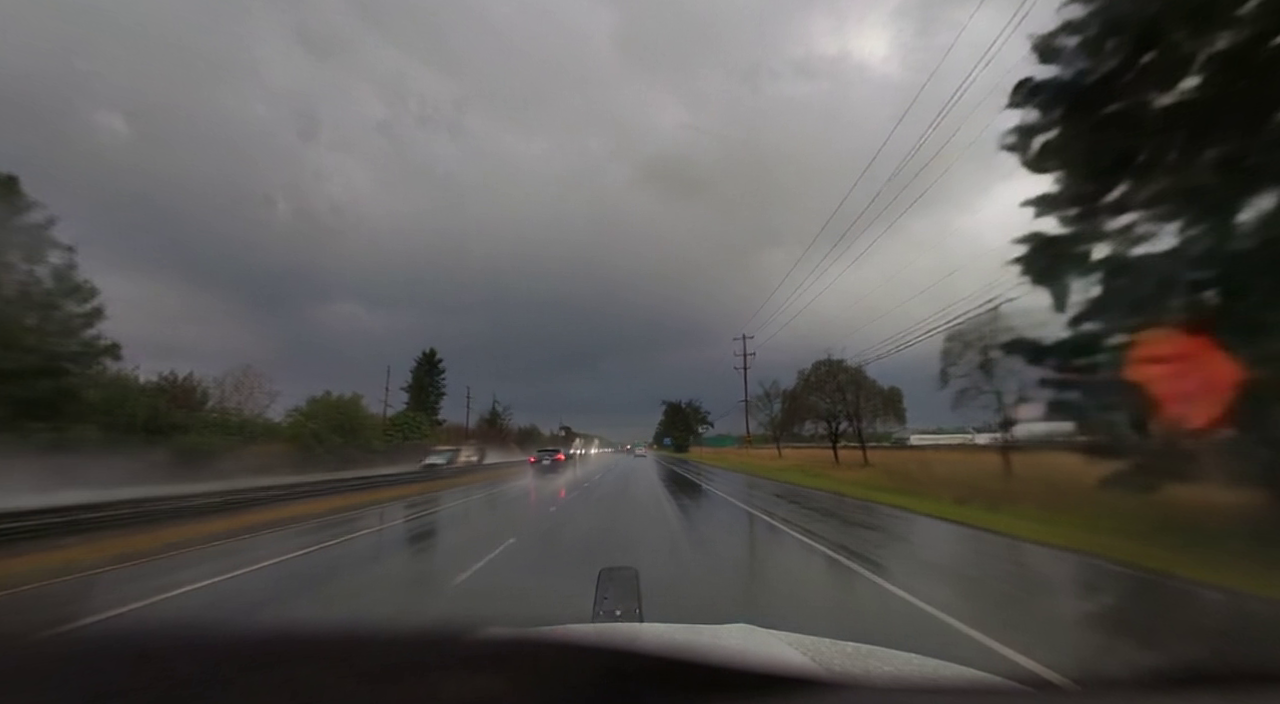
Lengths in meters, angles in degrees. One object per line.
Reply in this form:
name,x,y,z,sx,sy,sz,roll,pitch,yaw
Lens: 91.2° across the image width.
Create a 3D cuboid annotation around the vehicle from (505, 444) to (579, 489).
vehicle,-3.656,4.361,24.185,2.123,1.545,4.404,0,-9,0
